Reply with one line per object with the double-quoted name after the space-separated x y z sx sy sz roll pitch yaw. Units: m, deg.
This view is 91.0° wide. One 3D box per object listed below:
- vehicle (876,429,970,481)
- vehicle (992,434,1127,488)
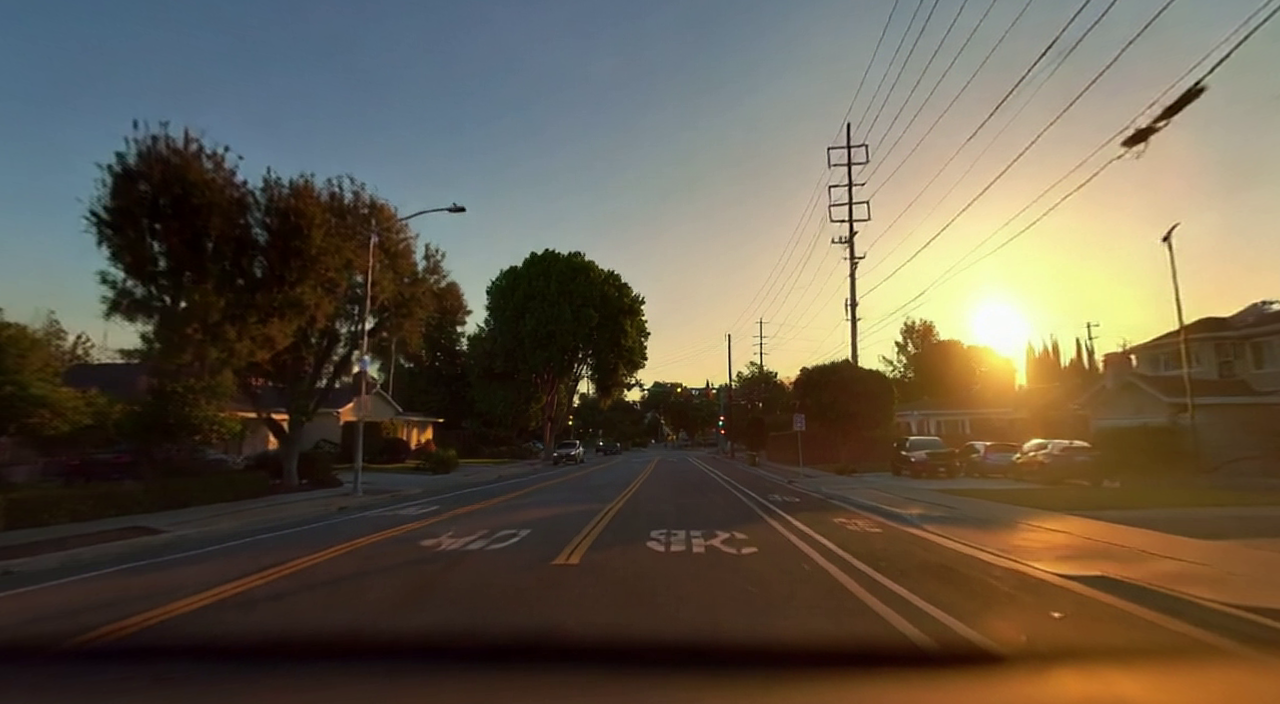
11.715 4.288 26.451 1.912 1.953 4.651 0 -8 3 "vehicle"
14.840 3.866 22.653 1.935 1.683 4.669 0 -8 5 "vehicle"
